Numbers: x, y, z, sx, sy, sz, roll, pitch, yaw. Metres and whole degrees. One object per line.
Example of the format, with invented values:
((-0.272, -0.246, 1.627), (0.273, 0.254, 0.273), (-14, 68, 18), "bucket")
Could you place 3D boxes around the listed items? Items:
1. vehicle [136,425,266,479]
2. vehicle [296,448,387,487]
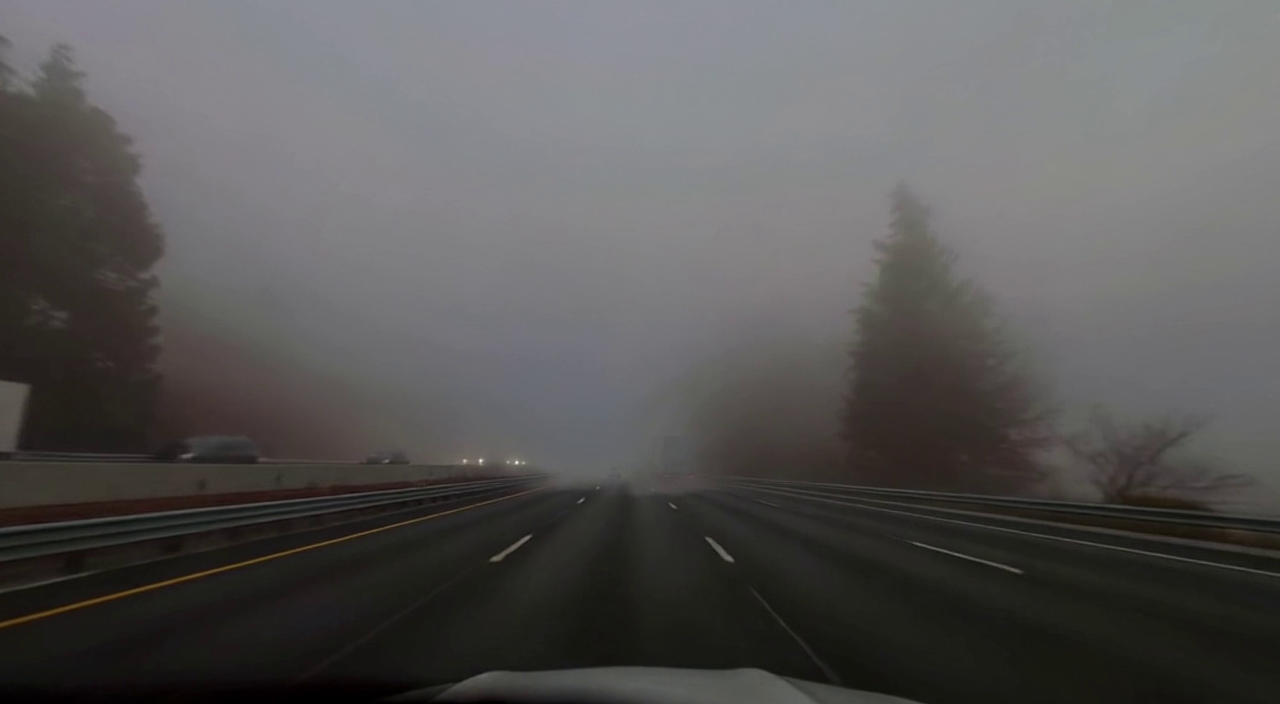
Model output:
((-22.469, 5.263, 32.717), (2.304, 2.498, 6.255), (1, -11, -2), "vehicle")
((-11.934, 4.670, 25.490), (1.797, 1.397, 3.811), (1, -11, -1), "vehicle")
